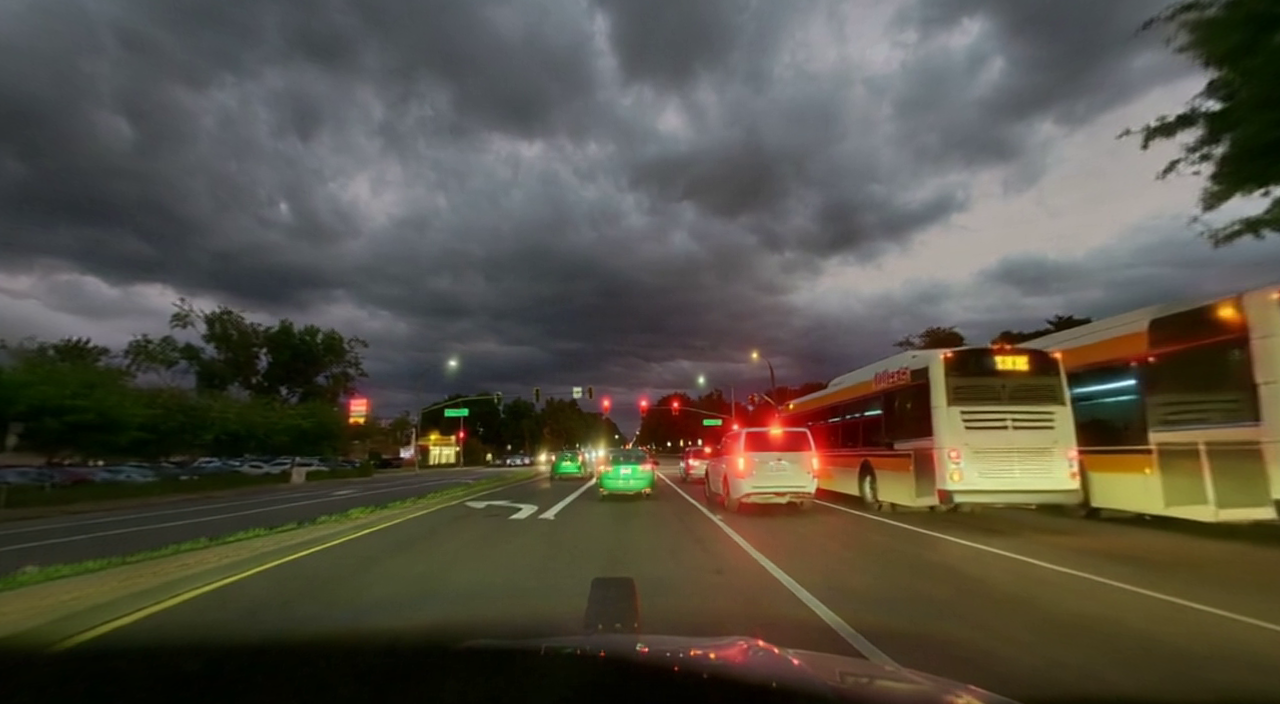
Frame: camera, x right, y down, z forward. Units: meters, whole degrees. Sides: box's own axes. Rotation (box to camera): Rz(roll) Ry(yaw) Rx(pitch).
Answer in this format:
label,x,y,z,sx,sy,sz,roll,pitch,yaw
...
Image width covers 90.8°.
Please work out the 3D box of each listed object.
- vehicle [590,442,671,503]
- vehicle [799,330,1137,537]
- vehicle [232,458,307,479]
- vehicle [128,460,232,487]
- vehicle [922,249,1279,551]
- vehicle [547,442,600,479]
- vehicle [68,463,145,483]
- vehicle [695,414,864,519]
label,x,y,z,sx,sy,sz,roll,pitch,yaw
vehicle,-0.291,3.376,18.090,2.071,1.525,3.723,0,-9,-1
vehicle,6.347,1.944,14.611,2.879,3.318,8.881,0,-9,-1
vehicle,-28.083,8.788,47.945,4.800,1.461,1.831,5,-10,-32
vehicle,-28.445,7.517,39.276,4.881,1.458,1.914,4,-10,-27
vehicle,10.190,1.403,13.649,3.181,4.110,10.468,0,-9,-1
vehicle,-3.253,5.410,31.684,2.180,1.708,4.397,0,-9,0
vehicle,-41.307,9.383,48.948,4.357,1.470,1.808,-1,-9,4
vehicle,2.891,2.623,14.910,2.490,1.951,5.931,0,-9,-1
